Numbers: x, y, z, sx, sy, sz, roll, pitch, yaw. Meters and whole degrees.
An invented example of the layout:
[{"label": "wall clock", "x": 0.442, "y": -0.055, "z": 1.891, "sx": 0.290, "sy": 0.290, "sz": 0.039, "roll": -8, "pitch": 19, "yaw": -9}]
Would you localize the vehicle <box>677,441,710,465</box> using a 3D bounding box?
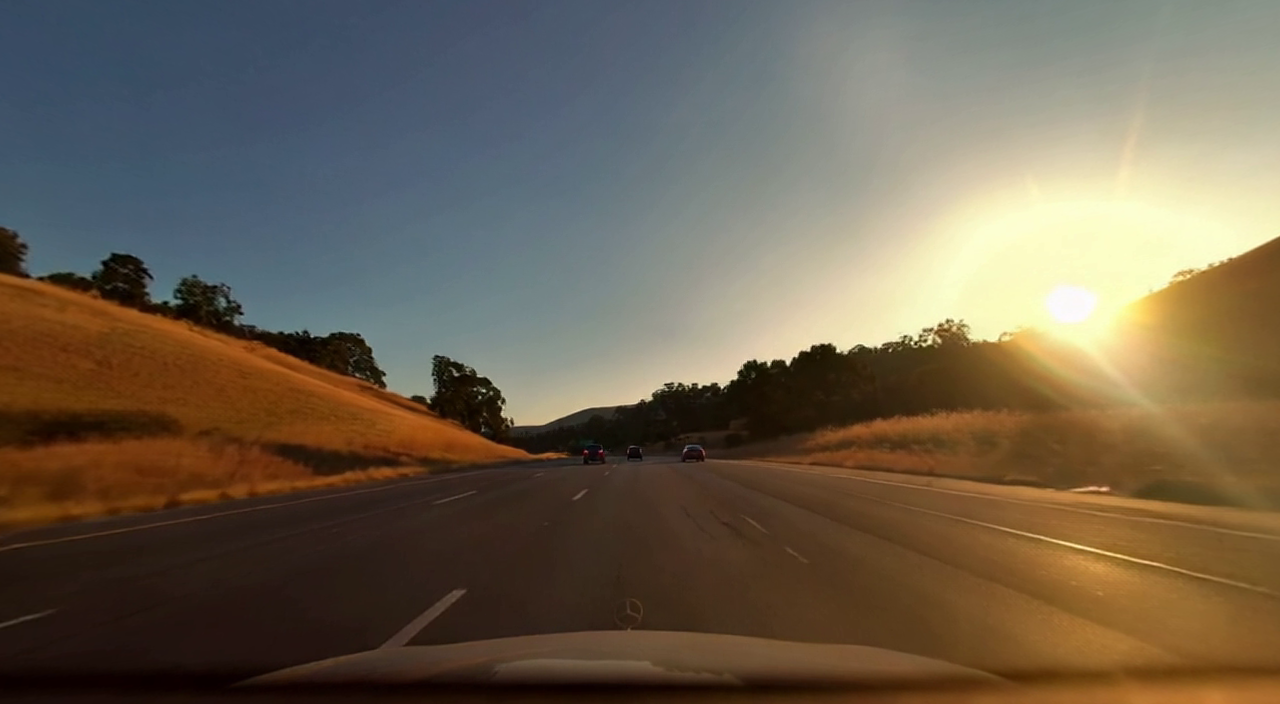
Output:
[{"label": "vehicle", "x": 4.008, "y": 7.677, "z": 48.066, "sx": 1.995, "sy": 1.712, "sz": 4.206, "roll": 0, "pitch": -8, "yaw": -2}]
